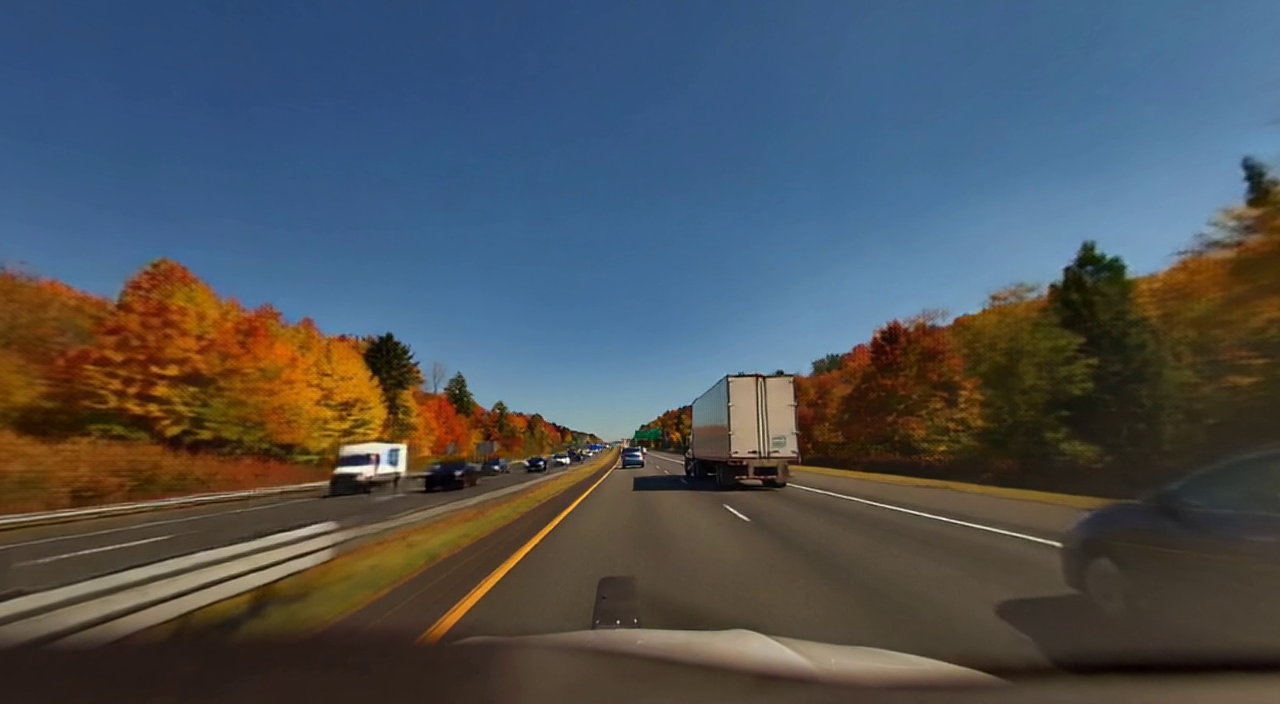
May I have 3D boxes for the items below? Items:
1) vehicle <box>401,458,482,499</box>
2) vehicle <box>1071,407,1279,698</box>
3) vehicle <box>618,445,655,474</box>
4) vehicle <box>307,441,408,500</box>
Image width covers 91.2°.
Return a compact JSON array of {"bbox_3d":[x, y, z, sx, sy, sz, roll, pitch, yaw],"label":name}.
[{"bbox_3d":[-8.413,5.387,27.074,1.990,1.528,4.661,-1,-9,0],"label":"vehicle"},{"bbox_3d":[4.352,0.942,2.647,1.997,1.504,4.236,0,-9,0],"label":"vehicle"},{"bbox_3d":[-0.250,6.702,39.207,2.168,1.705,4.272,0,-9,-1],"label":"vehicle"},{"bbox_3d":[-14.243,5.974,32.112,2.353,2.651,5.953,-1,-9,0],"label":"vehicle"}]
